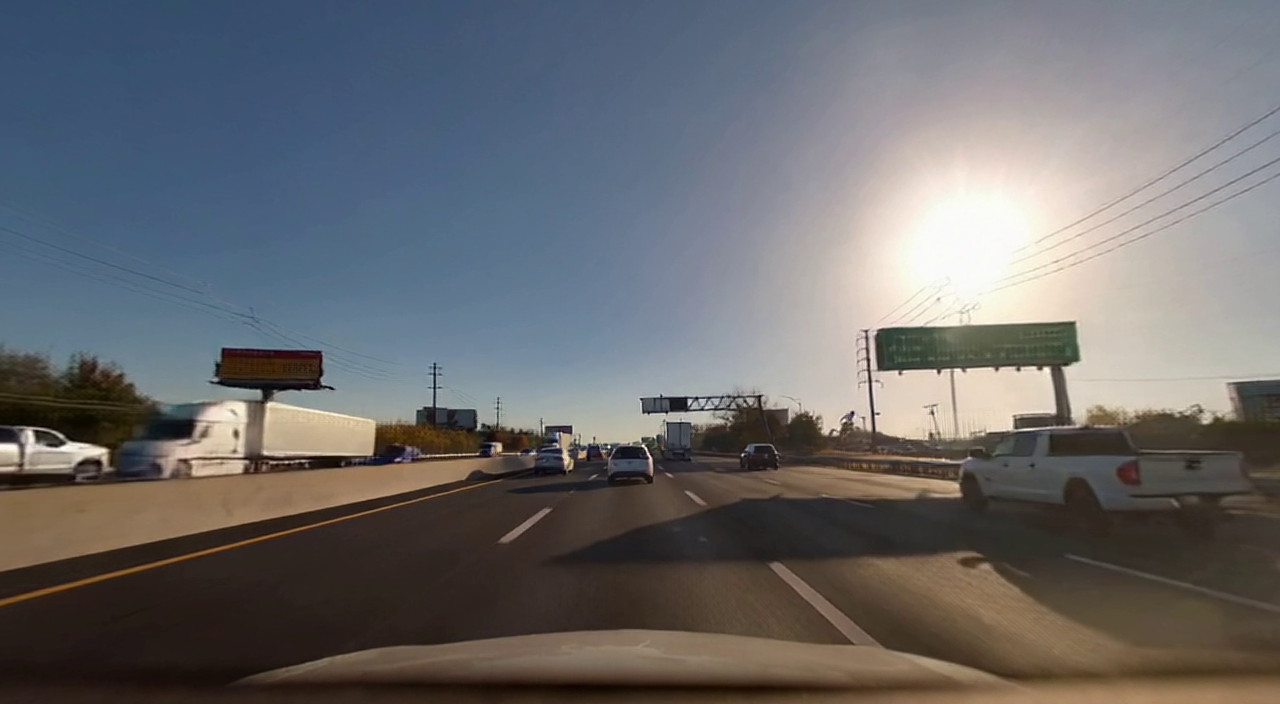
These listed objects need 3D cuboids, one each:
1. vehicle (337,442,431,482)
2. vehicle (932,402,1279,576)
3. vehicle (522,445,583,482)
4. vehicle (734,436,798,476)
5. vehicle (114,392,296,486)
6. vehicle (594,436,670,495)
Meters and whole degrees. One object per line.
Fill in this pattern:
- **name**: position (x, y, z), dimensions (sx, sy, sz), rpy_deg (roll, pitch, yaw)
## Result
- **vehicle**: position (-10.776, 4.653, 27.059), dimensions (1.857, 1.524, 5.060), rpy_deg (0, -9, 1)
- **vehicle**: position (6.726, 1.867, 9.479), dimensions (2.086, 1.862, 5.232), rpy_deg (0, -9, -1)
- **vehicle**: position (-3.818, 4.925, 28.262), dimensions (2.025, 1.498, 4.675), rpy_deg (0, -9, 0)
- **vehicle**: position (6.836, 5.737, 35.060), dimensions (2.302, 1.973, 5.502), rpy_deg (0, -9, -1)
- **vehicle**: position (-20.538, 4.277, 30.737), dimensions (3.012, 3.940, 8.053), rpy_deg (0, -9, 0)
- **vehicle**: position (-0.245, 3.581, 20.246), dimensions (2.191, 1.685, 4.015), rpy_deg (0, -9, -1)
